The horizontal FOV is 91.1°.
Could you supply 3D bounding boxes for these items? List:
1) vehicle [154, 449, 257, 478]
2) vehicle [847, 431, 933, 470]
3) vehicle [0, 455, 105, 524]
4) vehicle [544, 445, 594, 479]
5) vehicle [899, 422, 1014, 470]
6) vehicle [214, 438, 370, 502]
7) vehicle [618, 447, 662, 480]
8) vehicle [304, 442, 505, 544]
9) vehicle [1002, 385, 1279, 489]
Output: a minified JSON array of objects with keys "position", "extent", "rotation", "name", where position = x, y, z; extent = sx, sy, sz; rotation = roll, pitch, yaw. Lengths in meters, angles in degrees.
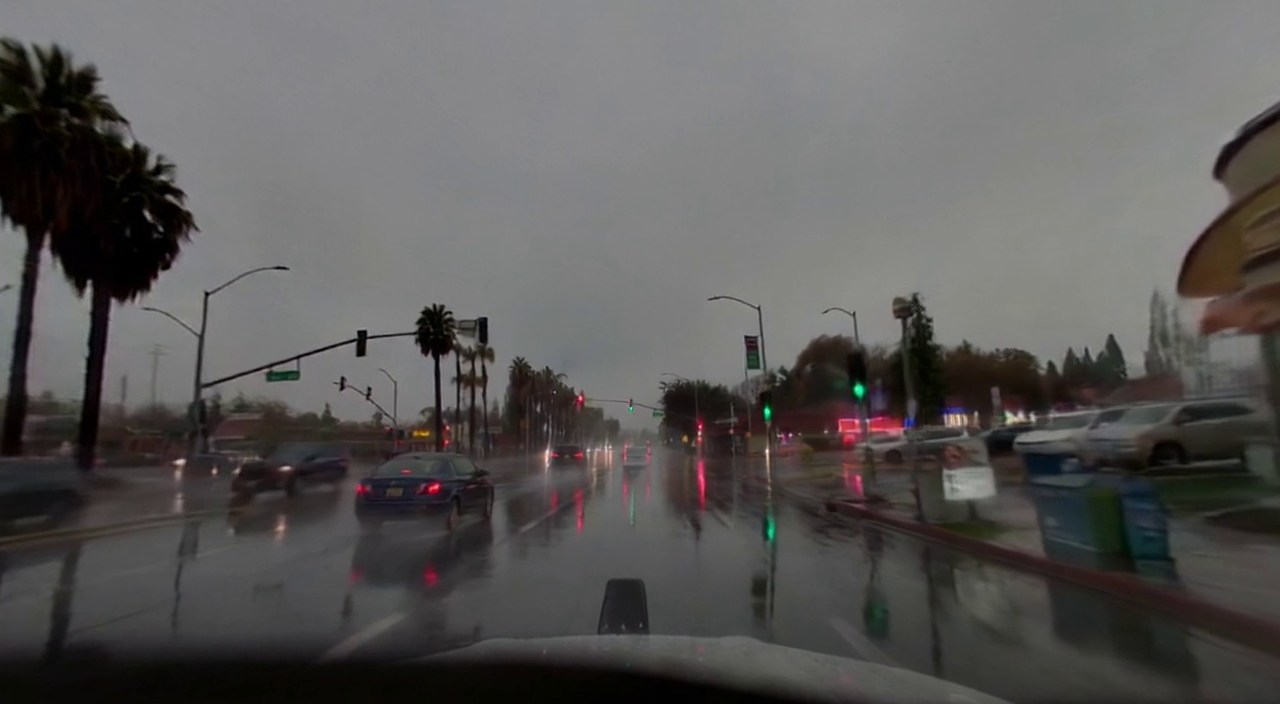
[{"position":[-30.910,7.921,44.762],"extent":[5.616,1.927,2.324],"rotation":[-1,-8,2],"name":"vehicle"},{"position":[11.107,4.415,28.254],"extent":[1.982,1.623,4.211],"rotation":[0,-8,-2],"name":"vehicle"},{"position":[-15.626,3.240,14.832],"extent":[1.946,1.514,4.498],"rotation":[0,-8,0],"name":"vehicle"},{"position":[-3.592,5.658,32.506],"extent":[1.979,1.634,3.957],"rotation":[-1,-8,2],"name":"vehicle"},{"position":[13.784,4.157,27.877],"extent":[2.345,1.886,5.809],"rotation":[-1,-8,3],"name":"vehicle"},{"position":[-11.775,3.998,21.869],"extent":[2.286,1.922,5.328],"rotation":[0,-8,1],"name":"vehicle"},{"position":[0.036,5.566,31.664],"extent":[2.094,1.496,4.070],"rotation":[0,-8,1],"name":"vehicle"},{"position":[-4.021,2.449,11.675],"extent":[1.904,1.513,4.410],"rotation":[-1,-8,2],"name":"vehicle"},{"position":[11.064,2.058,14.648],"extent":[2.111,1.875,5.301],"rotation":[-3,-10,1],"name":"vehicle"}]
